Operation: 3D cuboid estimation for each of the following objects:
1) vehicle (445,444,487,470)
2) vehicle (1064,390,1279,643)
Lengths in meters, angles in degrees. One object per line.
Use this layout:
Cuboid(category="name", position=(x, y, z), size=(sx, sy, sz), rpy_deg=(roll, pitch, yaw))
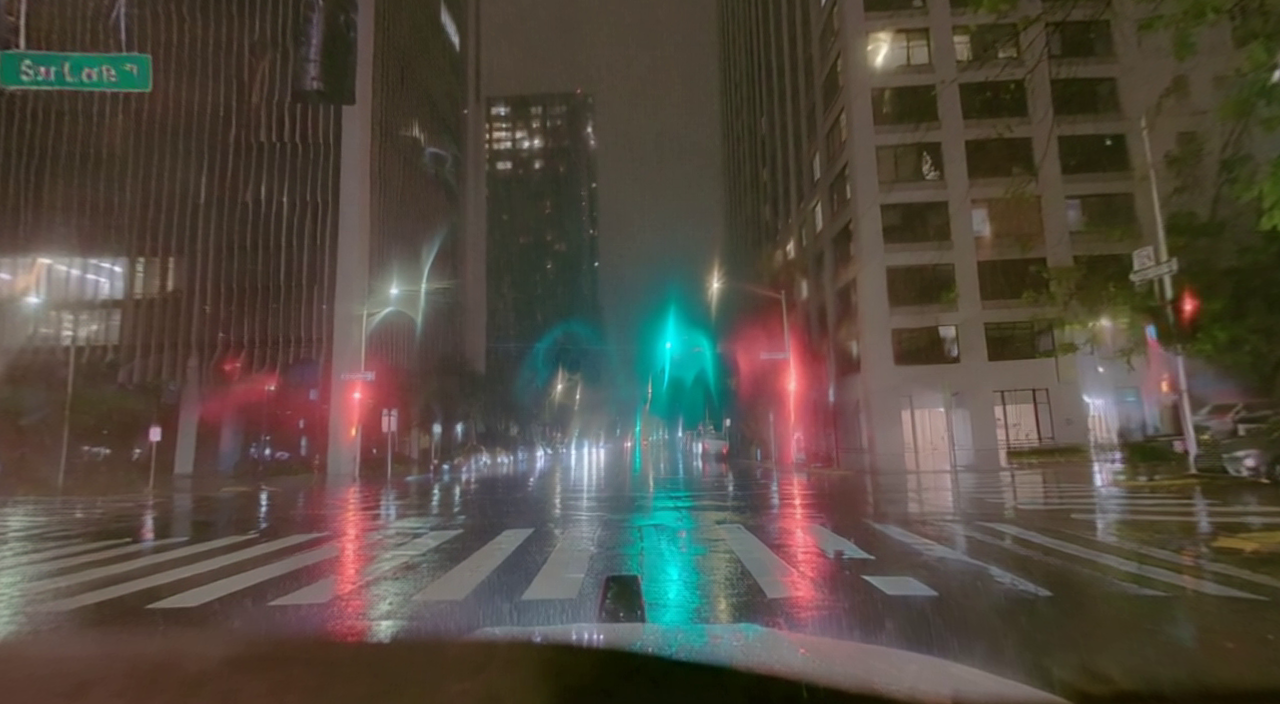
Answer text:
Cuboid(category="vehicle", position=(-12.449, 7.505, 45.381), size=(1.935, 1.639, 4.244), rpy_deg=(-3, -8, -2))
Cuboid(category="vehicle", position=(5.658, 1.137, 4.270), size=(2.070, 1.804, 4.881), rpy_deg=(0, -8, -1))
